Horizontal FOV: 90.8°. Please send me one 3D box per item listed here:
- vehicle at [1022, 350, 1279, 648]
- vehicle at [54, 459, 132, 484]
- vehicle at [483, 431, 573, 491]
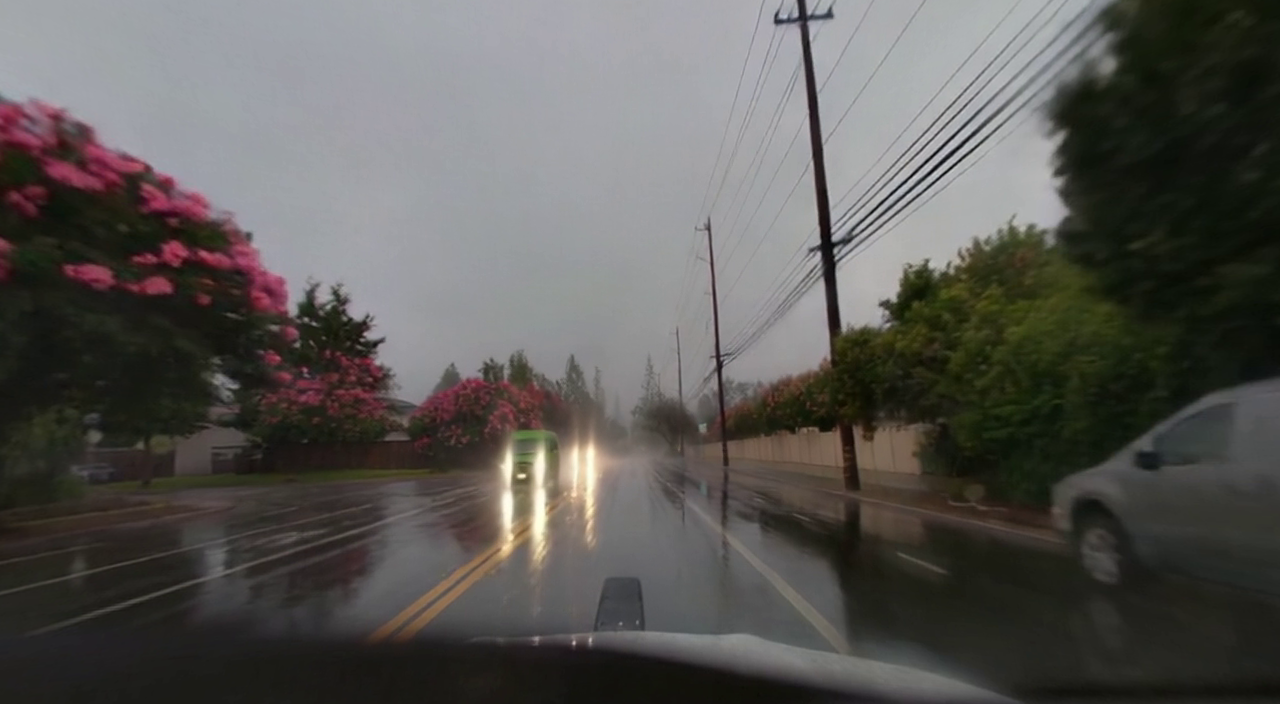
[{"bbox_3d":[5.449,1.007,4.347,2.238,1.995,5.491,0,-9,1],"label":"vehicle"},{"bbox_3d":[-37.026,8.090,42.880,1.669,1.429,4.145,-2,-8,-1],"label":"vehicle"},{"bbox_3d":[-3.839,3.849,22.731,2.357,1.893,5.084,0,-9,-1],"label":"vehicle"}]
